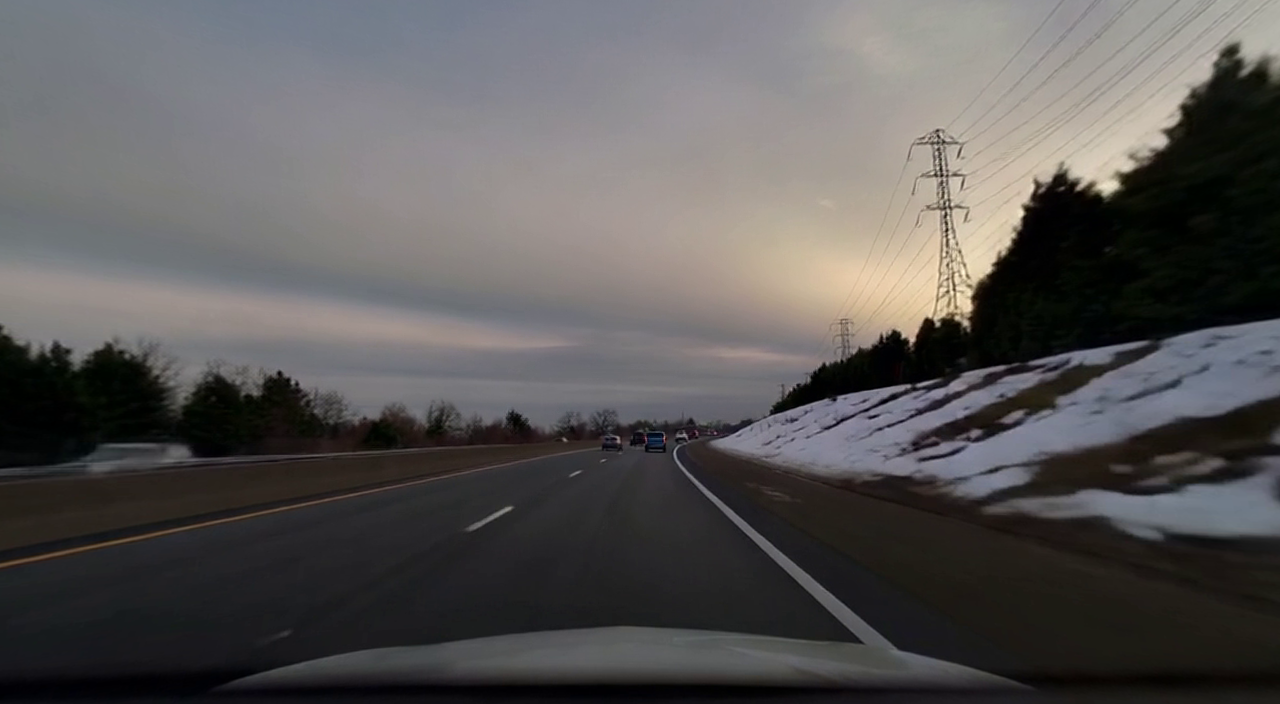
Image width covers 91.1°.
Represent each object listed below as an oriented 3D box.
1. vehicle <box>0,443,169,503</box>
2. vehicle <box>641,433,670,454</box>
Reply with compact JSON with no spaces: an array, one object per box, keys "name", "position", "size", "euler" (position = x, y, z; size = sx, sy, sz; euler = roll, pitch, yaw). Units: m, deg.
[{"name":"vehicle","position":[-17.835,3.761,20.092],"size":[1.925,1.628,4.630],"euler":[0,-8,1]},{"name":"vehicle","position":[1.212,6.939,47.870],"size":[2.077,1.523,4.206],"euler":[0,-8,3]}]
